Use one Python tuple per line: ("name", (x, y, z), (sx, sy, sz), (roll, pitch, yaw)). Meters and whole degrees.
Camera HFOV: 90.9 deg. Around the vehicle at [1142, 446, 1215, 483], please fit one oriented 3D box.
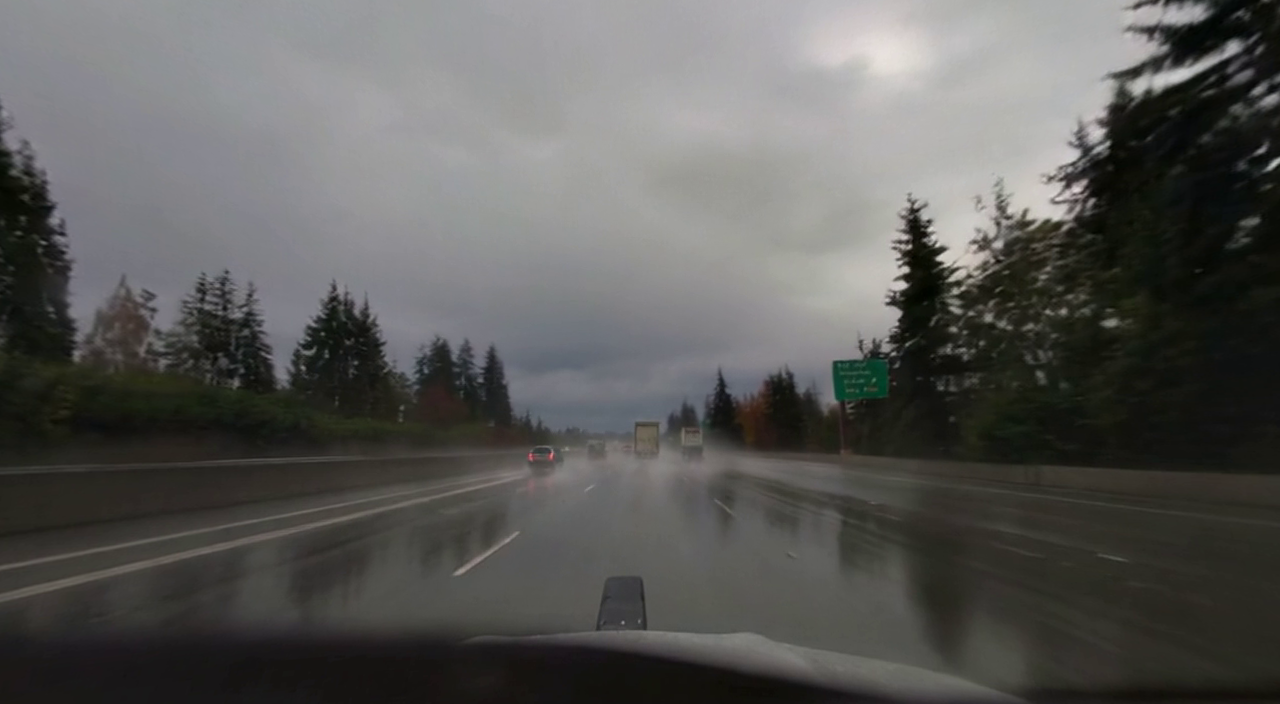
("vehicle", (32.334, 6.704, 37.997), (2.085, 2.025, 4.992), (-4, -10, 27))
